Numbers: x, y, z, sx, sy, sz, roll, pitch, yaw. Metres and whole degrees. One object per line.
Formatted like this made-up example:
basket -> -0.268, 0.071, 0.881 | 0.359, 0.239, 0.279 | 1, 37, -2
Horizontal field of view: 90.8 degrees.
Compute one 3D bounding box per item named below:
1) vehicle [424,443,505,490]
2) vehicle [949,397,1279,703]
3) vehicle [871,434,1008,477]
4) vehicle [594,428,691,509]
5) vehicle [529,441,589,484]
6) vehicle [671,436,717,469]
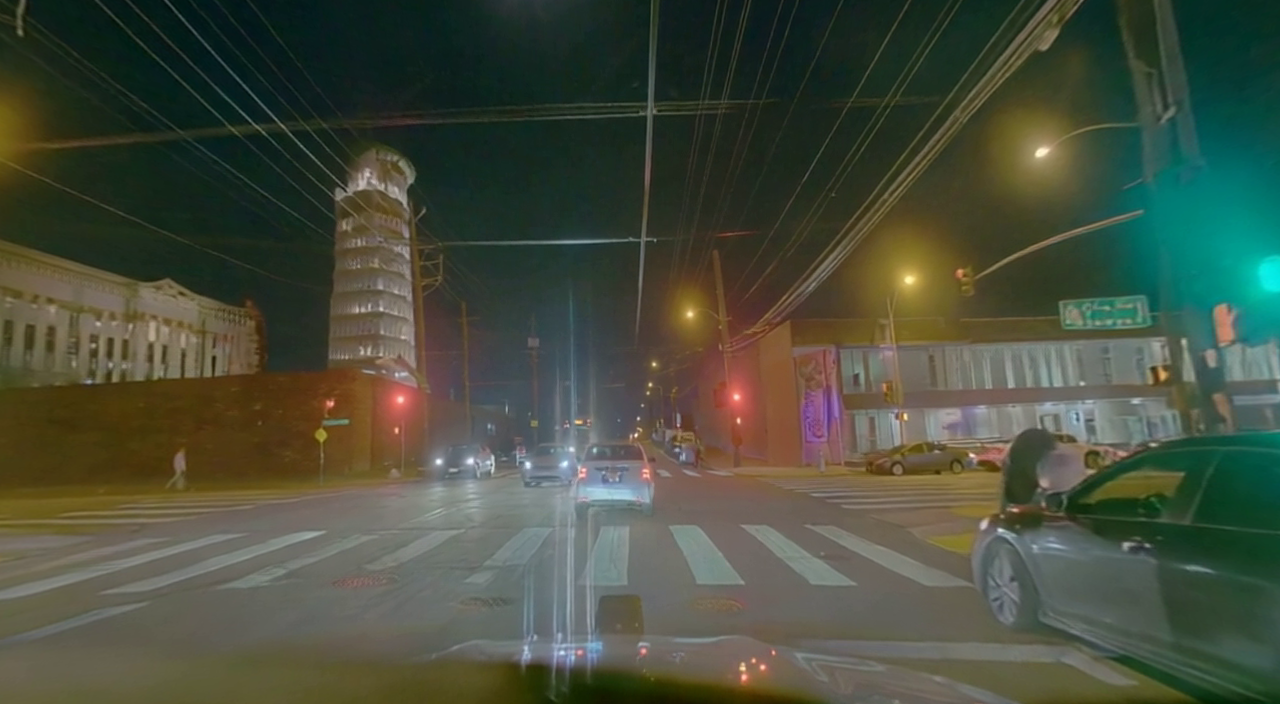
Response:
vehicle -> -7.084, 4.668, 26.164 | 1.892, 1.706, 5.224 | -1, -8, 0
vehicle -> 3.474, 0.969, 2.709 | 1.949, 1.521, 4.445 | 0, -8, -1
vehicle -> 12.209, 4.239, 25.996 | 4.576, 1.650, 1.980 | -1, -8, 2
vehicle -> 0.038, 2.919, 16.301 | 2.190, 1.783, 4.048 | -1, -8, 0
vehicle -> -3.387, 4.681, 27.153 | 2.055, 1.660, 3.954 | -1, -8, 0
vehicle -> 3.020, 5.754, 36.301 | 2.171, 1.751, 4.373 | 0, -9, -1
